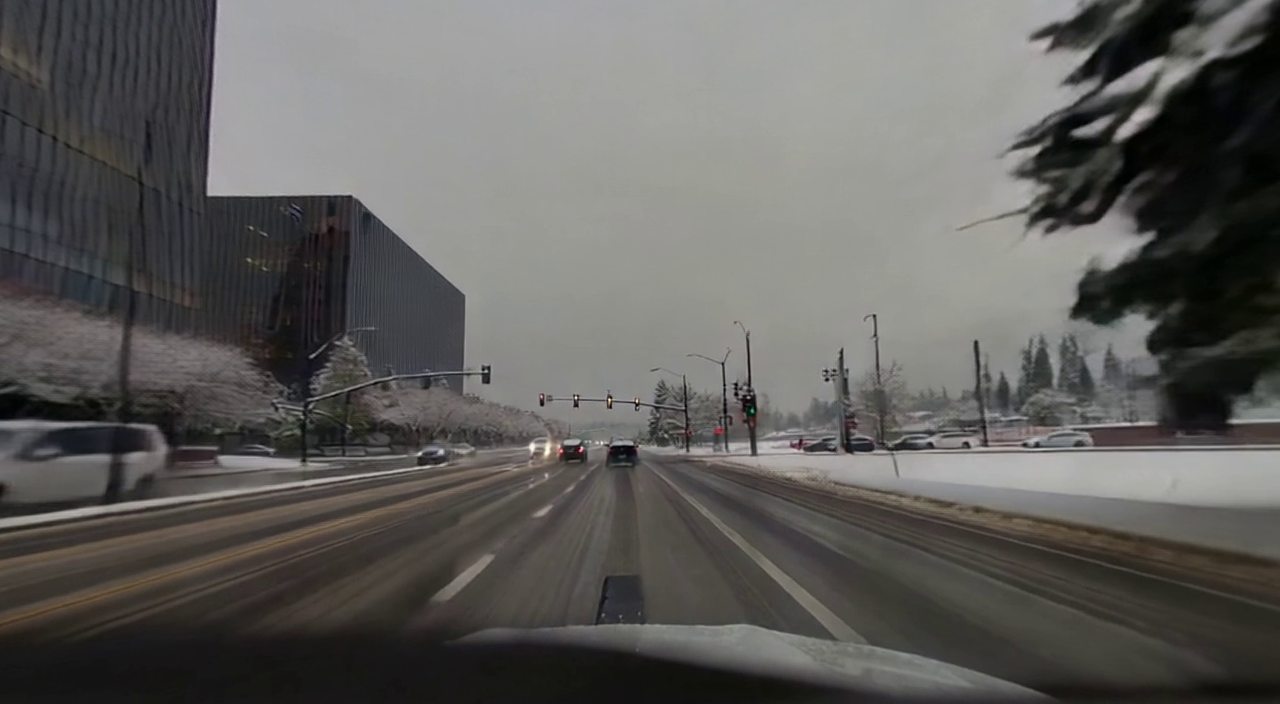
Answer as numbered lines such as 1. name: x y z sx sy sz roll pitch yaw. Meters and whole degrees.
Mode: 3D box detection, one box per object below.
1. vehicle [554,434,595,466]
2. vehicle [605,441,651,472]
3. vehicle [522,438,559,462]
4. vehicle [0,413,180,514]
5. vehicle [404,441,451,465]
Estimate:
1. vehicle: -3.912 5.964 38.485 2.001 1.784 4.483 0 -8 0
2. vehicle: -0.612 4.971 30.290 2.050 1.385 4.096 0 -8 -2
3. vehicle: -7.055 6.994 45.186 1.937 1.659 4.259 0 -8 1
4. vehicle: -14.998 2.621 15.081 2.680 2.131 6.995 0 -8 1
5. vehicle: -15.676 7.454 46.833 1.890 1.638 4.462 0 -8 0
